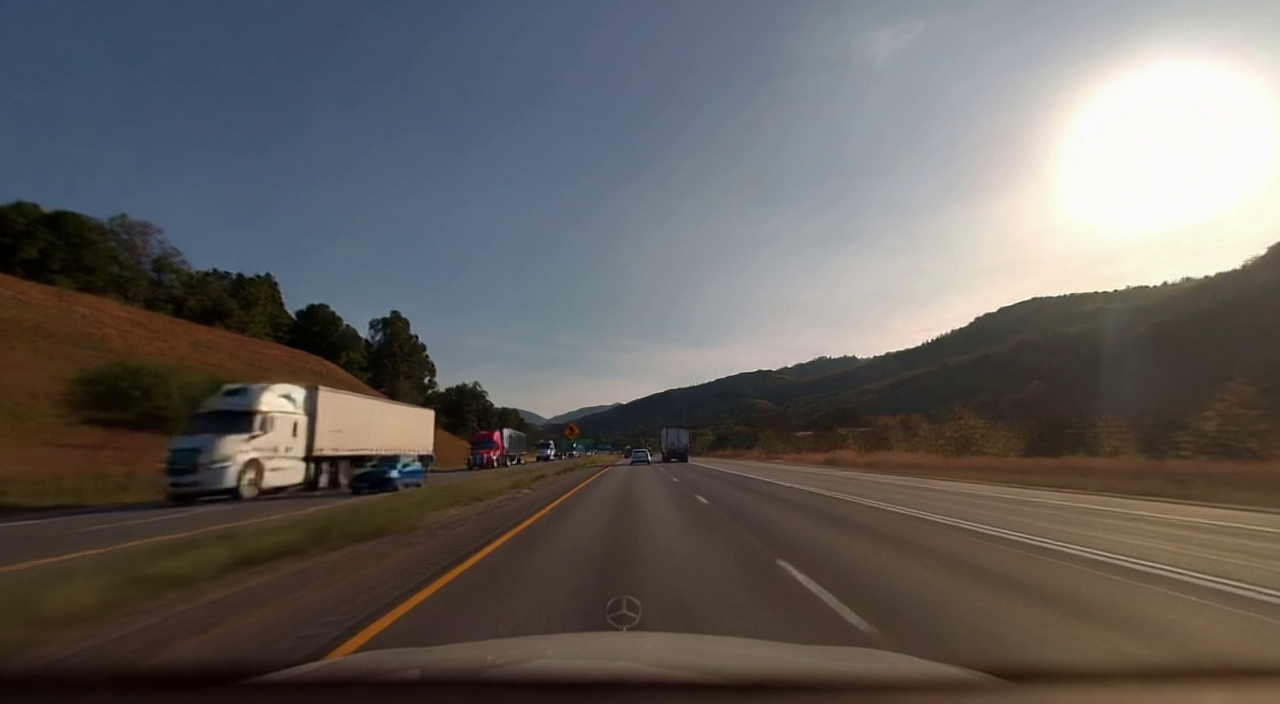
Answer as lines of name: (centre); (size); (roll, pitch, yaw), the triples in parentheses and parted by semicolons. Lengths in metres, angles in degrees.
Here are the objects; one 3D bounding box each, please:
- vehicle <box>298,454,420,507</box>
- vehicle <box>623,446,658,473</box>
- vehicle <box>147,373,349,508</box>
vehicle: (-8.825, 4.026, 20.265); (1.912, 1.462, 4.317); (0, -9, 0)
vehicle: (0.019, 7.025, 41.489); (2.137, 1.689, 4.051); (0, -9, 0)
vehicle: (-12.928, 3.045, 21.619); (2.949, 3.947, 5.850); (0, -9, 0)
